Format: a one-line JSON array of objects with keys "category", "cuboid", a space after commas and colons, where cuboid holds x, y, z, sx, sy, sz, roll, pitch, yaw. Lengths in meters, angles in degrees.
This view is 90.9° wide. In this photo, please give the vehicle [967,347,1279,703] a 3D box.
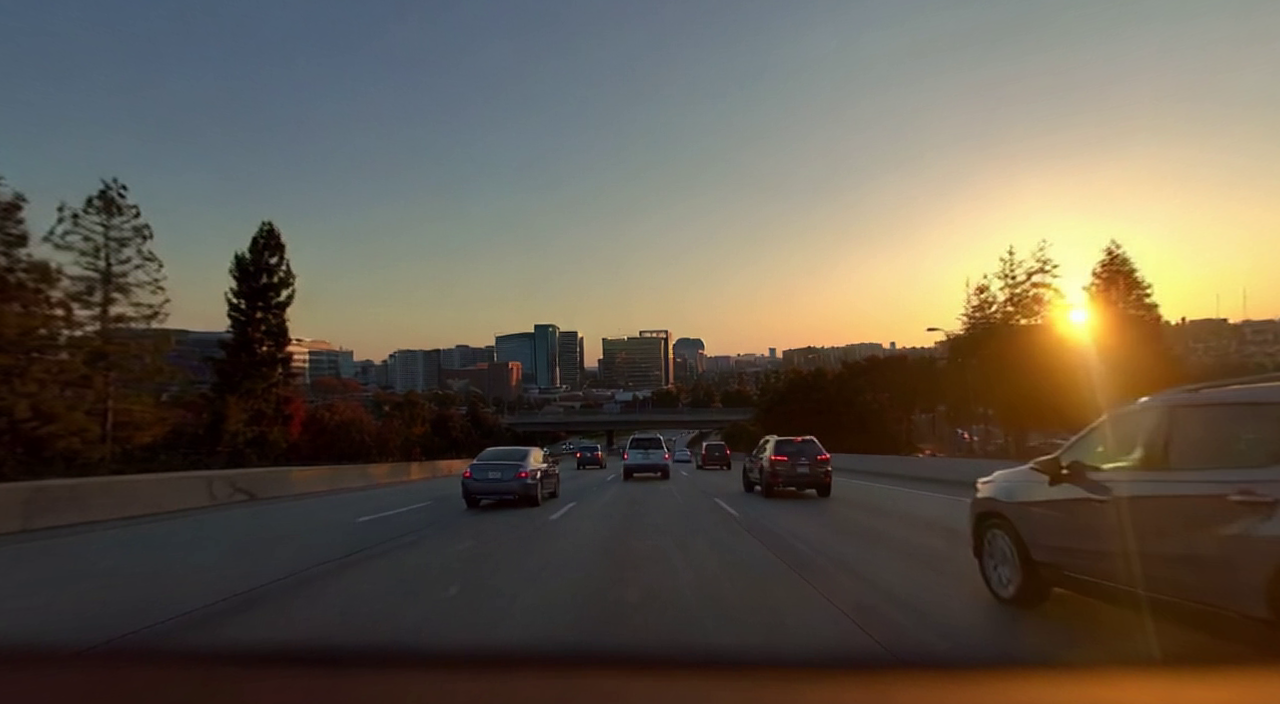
[{"category": "vehicle", "cuboid": [3.872, 0.879, 3.078, 2.156, 1.701, 4.494, 0, -8, 1]}]

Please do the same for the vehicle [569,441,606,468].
[{"category": "vehicle", "cuboid": [-3.395, 6.764, 41.729, 1.951, 1.694, 4.188, -1, -8, 2]}]

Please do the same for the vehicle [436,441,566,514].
[{"category": "vehicle", "cuboid": [-3.109, 2.917, 15.319, 1.965, 1.443, 4.968, 0, -8, 1]}]

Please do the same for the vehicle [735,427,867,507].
[{"category": "vehicle", "cuboid": [3.774, 2.780, 15.700, 2.094, 1.676, 4.309, 0, -8, -1]}]

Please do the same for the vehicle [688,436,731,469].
[{"category": "vehicle", "cuboid": [4.089, 5.935, 37.517, 2.039, 1.832, 3.989, 0, -8, -1]}]

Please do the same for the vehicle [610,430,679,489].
[{"category": "vehicle", "cuboid": [0.145, 3.694, 21.979, 2.153, 1.805, 4.631, 0, -8, 0]}]
